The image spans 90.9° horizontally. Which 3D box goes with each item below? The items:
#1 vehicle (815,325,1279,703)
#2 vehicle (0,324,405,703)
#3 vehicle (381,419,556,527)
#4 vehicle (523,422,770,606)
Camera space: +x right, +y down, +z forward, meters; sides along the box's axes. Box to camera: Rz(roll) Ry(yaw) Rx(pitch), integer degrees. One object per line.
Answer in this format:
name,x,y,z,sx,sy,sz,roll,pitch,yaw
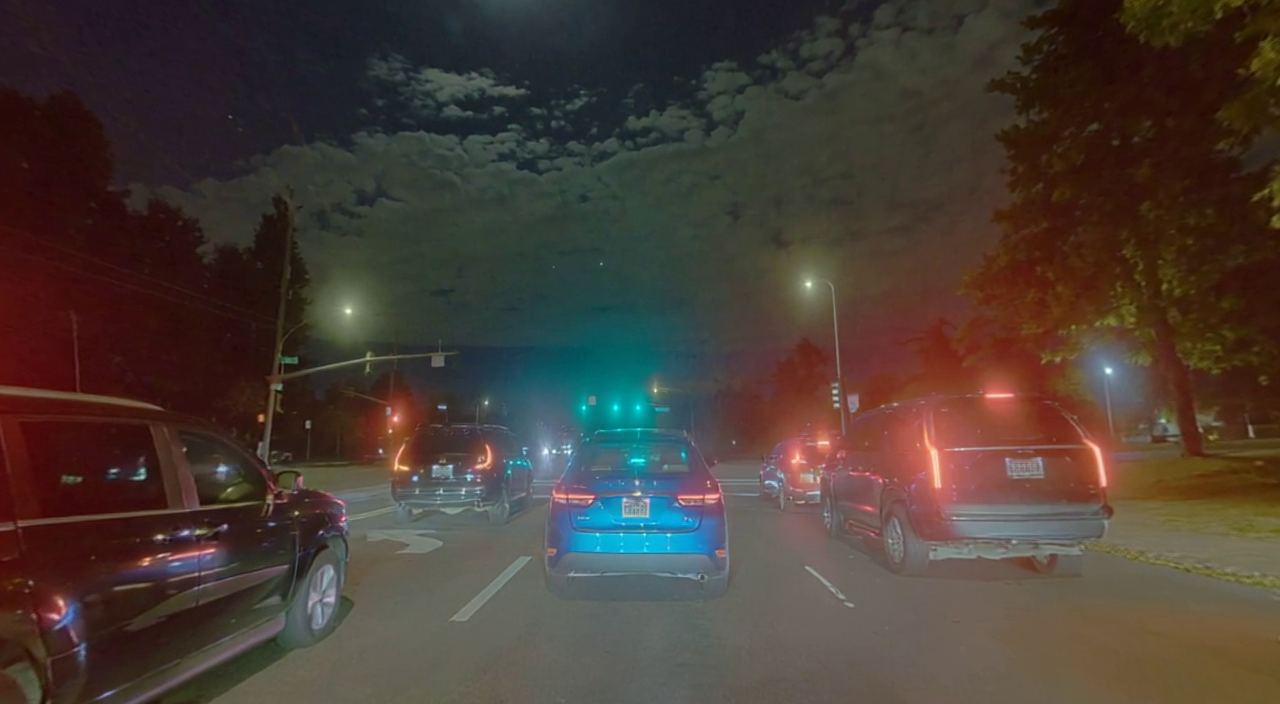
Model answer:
vehicle,3.218,1.136,5.002,2.141,1.833,4.704,0,-8,-2
vehicle,-3.109,0.963,3.361,1.982,1.721,4.261,0,-8,1
vehicle,-3.177,2.360,12.866,2.117,1.772,4.619,0,-8,2
vehicle,0.031,1.622,7.204,2.021,1.490,3.948,0,-8,-1
